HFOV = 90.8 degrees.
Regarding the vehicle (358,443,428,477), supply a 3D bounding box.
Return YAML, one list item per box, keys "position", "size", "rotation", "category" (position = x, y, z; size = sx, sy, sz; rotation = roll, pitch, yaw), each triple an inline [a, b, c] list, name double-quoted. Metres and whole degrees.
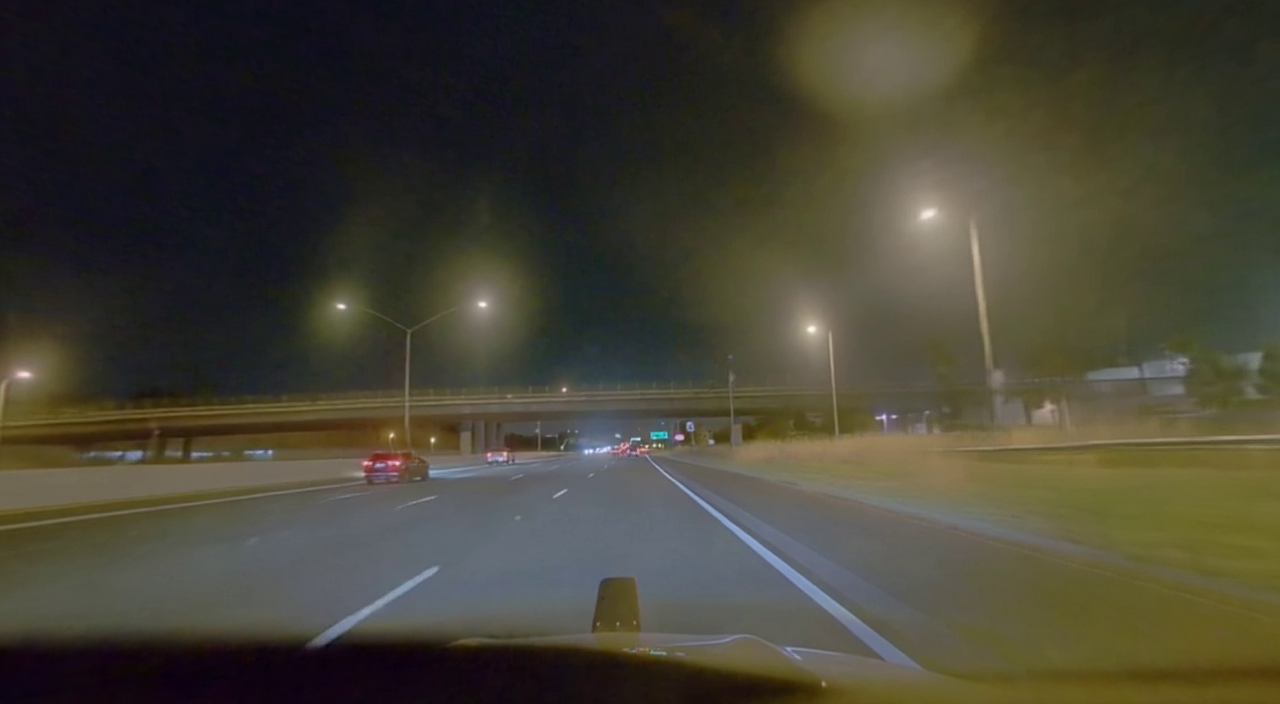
- position: [-14.404, 6.314, 37.234]
  size: [2.049, 1.792, 5.177]
  rotation: [0, -9, 0]
  category: "vehicle"
